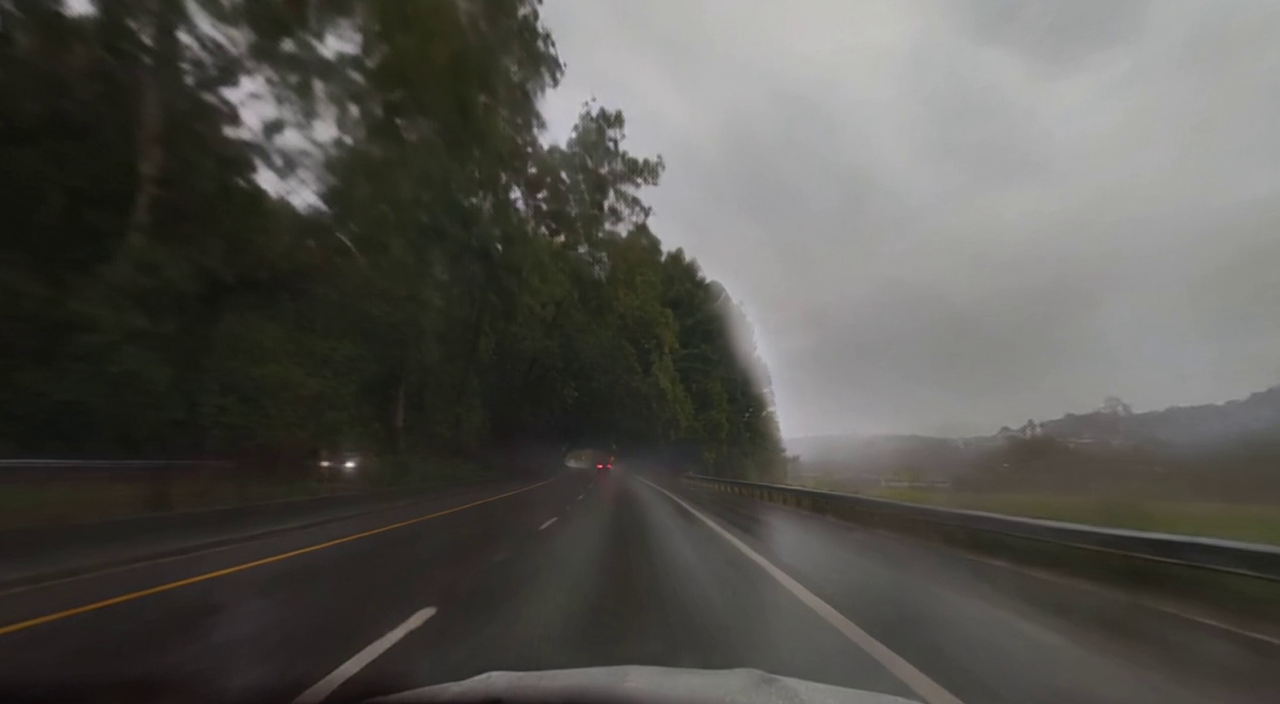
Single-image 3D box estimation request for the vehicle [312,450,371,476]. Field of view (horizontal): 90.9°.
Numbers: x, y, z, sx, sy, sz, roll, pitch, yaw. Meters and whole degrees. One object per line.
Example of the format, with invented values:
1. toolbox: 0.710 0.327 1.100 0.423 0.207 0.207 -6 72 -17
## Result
1. vehicle: -17.840 6.692 37.861 1.755 1.425 3.768 1 -10 -1
